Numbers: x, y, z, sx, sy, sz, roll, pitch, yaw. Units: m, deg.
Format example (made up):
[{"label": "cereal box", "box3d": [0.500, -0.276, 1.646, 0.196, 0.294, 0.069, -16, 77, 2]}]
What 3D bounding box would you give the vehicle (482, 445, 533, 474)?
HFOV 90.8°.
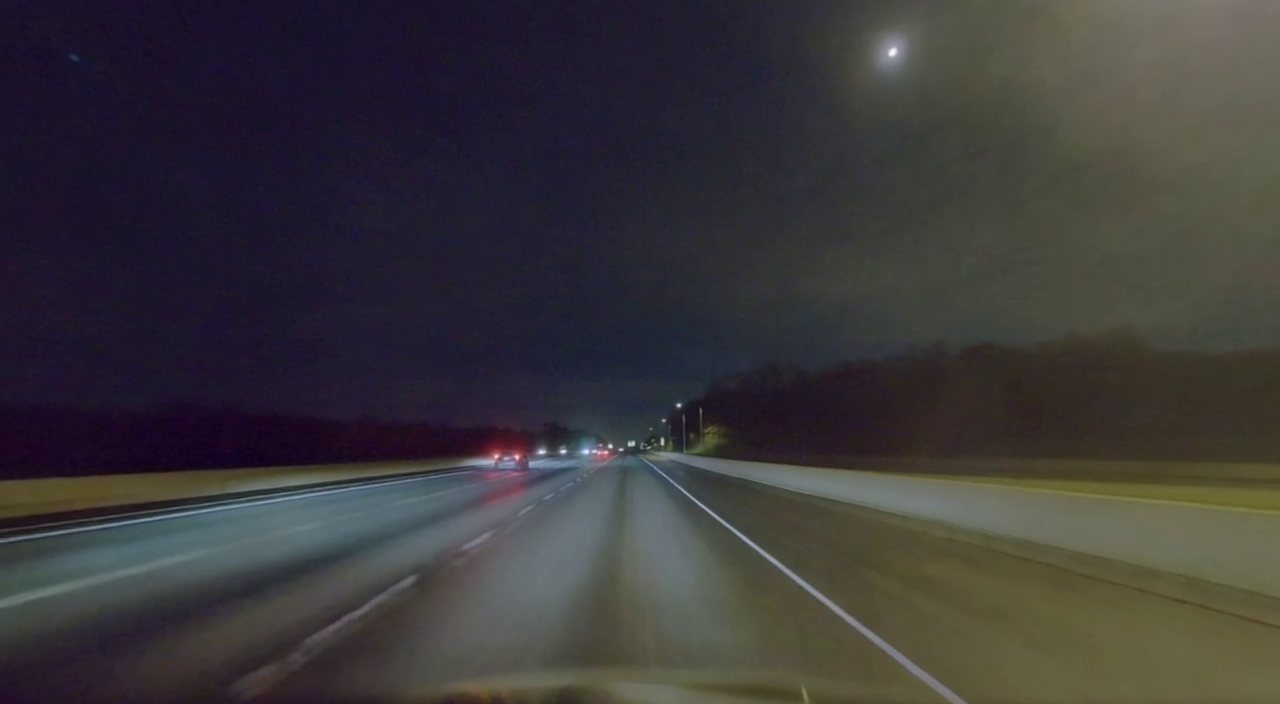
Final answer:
[{"label": "vehicle", "box3d": [-7.792, 6.369, 37.580, 2.098, 1.606, 4.227, 0, -9, 0]}]
